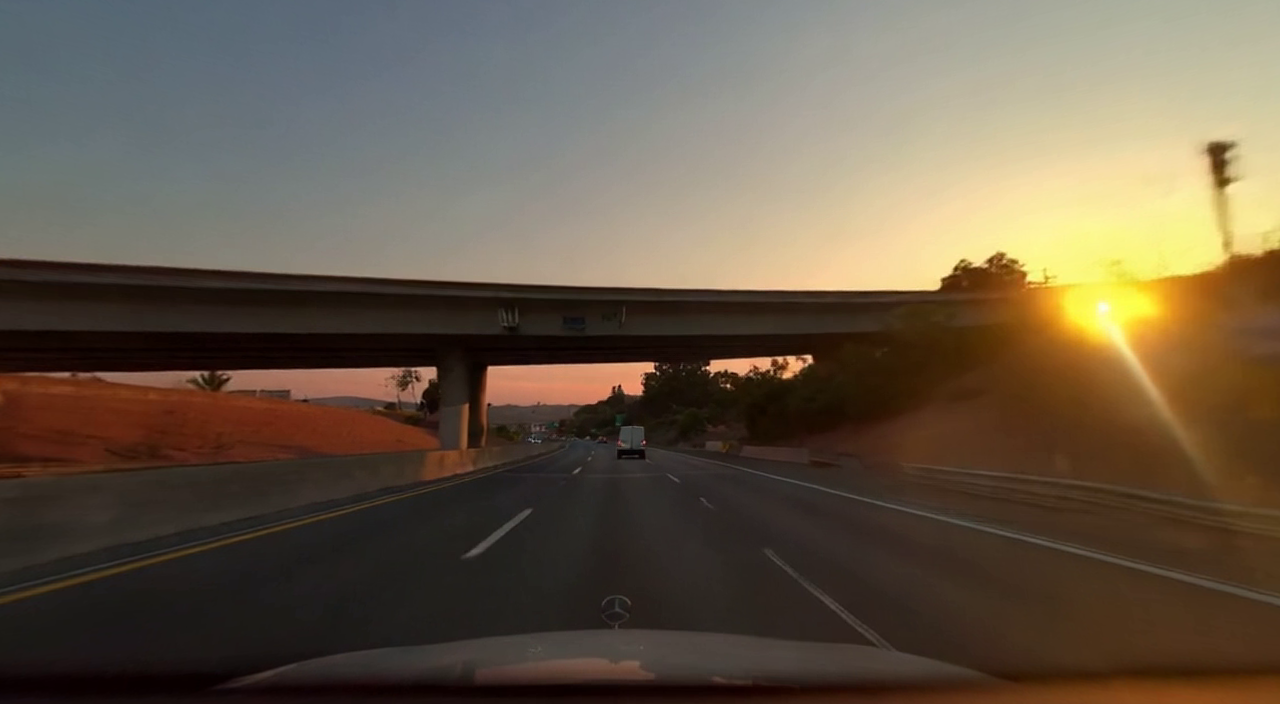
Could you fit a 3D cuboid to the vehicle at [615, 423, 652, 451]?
[{"bbox_3d":[-0.488,5.440,40.319,2.157,1.647,4.524,0,-8,-3],"label":"vehicle"}]
